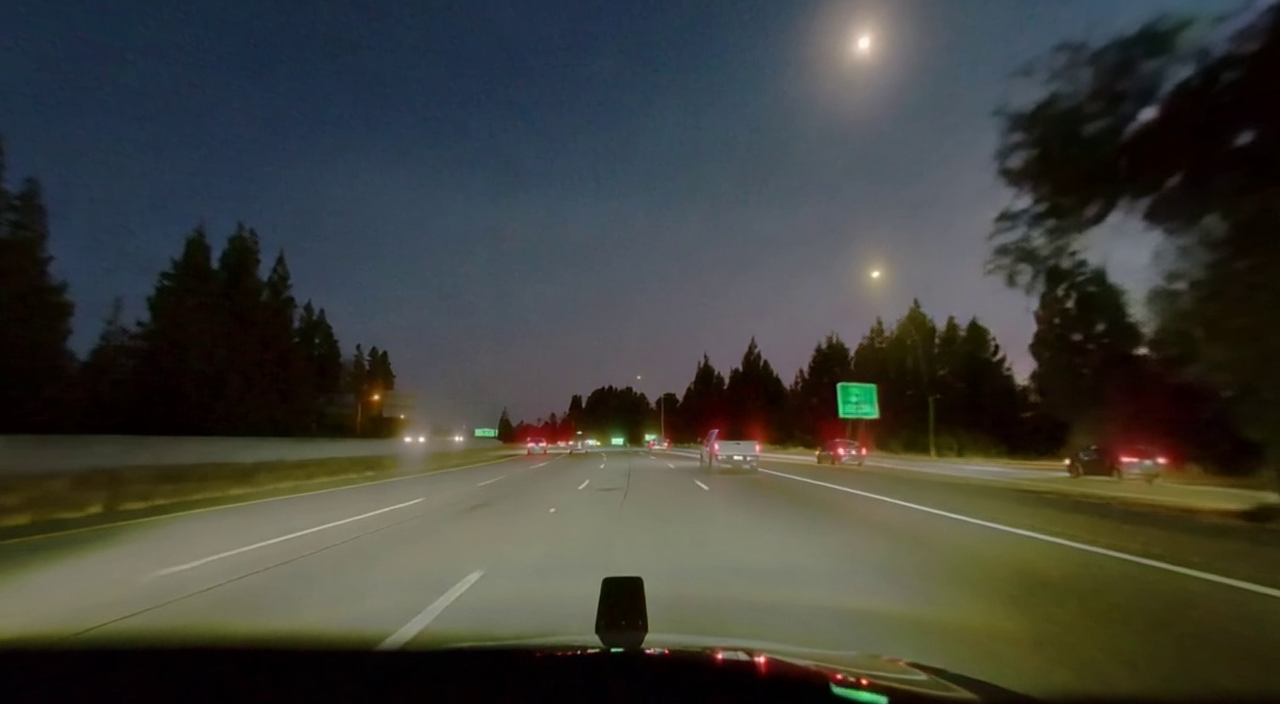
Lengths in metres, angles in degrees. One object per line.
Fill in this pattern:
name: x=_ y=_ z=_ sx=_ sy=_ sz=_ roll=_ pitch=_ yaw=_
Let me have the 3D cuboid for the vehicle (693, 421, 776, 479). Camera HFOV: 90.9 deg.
vehicle: x=3.149 y=3.403 z=21.967 sx=2.043 sy=1.795 sz=4.347 roll=0 pitch=-8 yaw=-3

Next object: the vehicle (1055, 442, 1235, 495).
vehicle: x=17.187 y=3.949 z=21.876 sx=2.033 sy=1.580 sz=4.752 roll=1 pitch=-8 yaw=-6
